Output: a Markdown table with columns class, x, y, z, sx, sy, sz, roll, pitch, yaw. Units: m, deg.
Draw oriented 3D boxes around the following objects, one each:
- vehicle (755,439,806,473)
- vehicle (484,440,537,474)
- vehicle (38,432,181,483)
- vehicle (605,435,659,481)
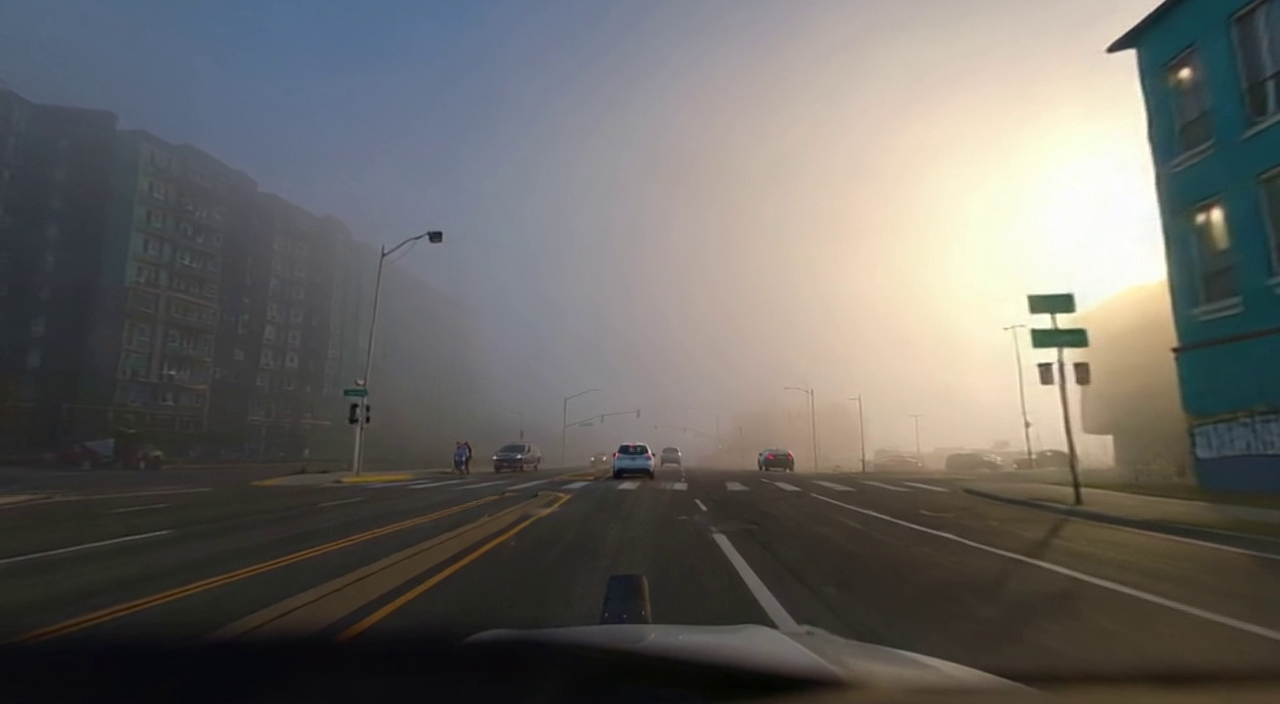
| class | x | y | z | sx | sy | sz | roll | pitch | yaw |
| --- | --- | --- | --- | --- | --- | --- | --- | --- | --- |
| vehicle | 7.637 | 5.667 | 34.649 | 1.952 | 1.749 | 4.311 | 0 | -8 | 2 |
| vehicle | -8.376 | 6.821 | 41.280 | 2.393 | 2.059 | 4.739 | 0 | -8 | 2 |
| vehicle | -39.031 | 7.784 | 46.622 | 7.491 | 3.562 | 2.925 | 1 | -8 | -4 |
| vehicle | -0.319 | 4.581 | 27.591 | 2.160 | 1.786 | 4.702 | 0 | -8 | 0 |
